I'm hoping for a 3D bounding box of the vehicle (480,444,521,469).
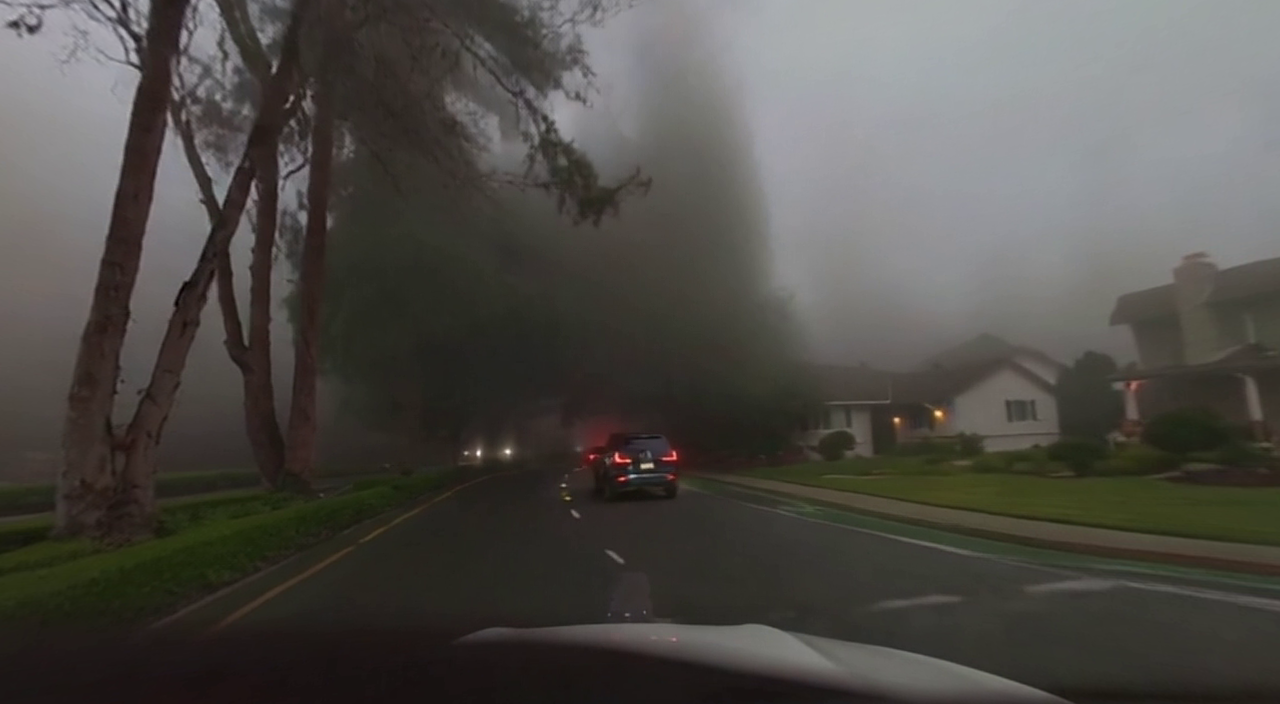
[{"bbox_3d":[-9.999,7.522,45.550,2.063,1.721,4.261,0,-9,-2],"label":"vehicle"}]

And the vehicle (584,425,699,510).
[{"bbox_3d":[-0.162,2.893,16.298,2.141,1.833,4.704,1,-9,-10],"label":"vehicle"}]
